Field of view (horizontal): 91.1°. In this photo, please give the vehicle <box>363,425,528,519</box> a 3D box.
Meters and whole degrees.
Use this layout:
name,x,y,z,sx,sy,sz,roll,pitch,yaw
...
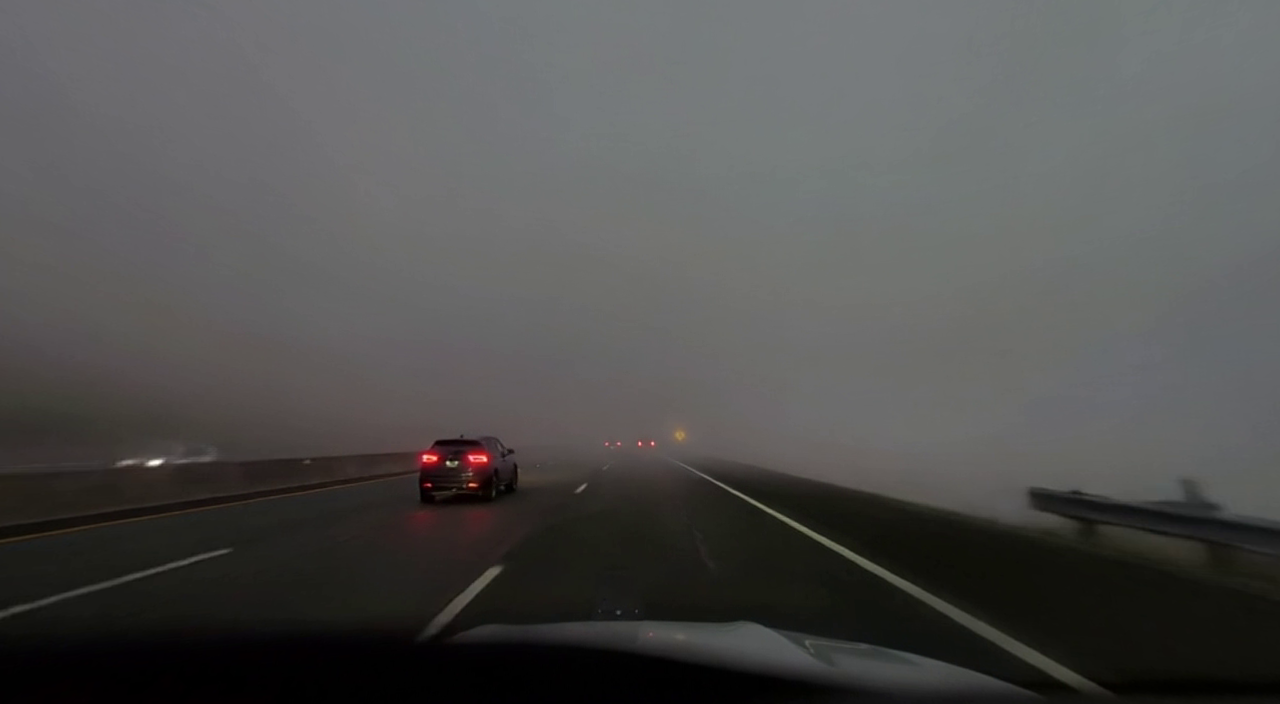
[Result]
name,x,y,z,sx,sy,sz,roll,pitch,yaw
vehicle,-3.724,2.352,12.993,2.039,1.589,4.324,0,-8,0
